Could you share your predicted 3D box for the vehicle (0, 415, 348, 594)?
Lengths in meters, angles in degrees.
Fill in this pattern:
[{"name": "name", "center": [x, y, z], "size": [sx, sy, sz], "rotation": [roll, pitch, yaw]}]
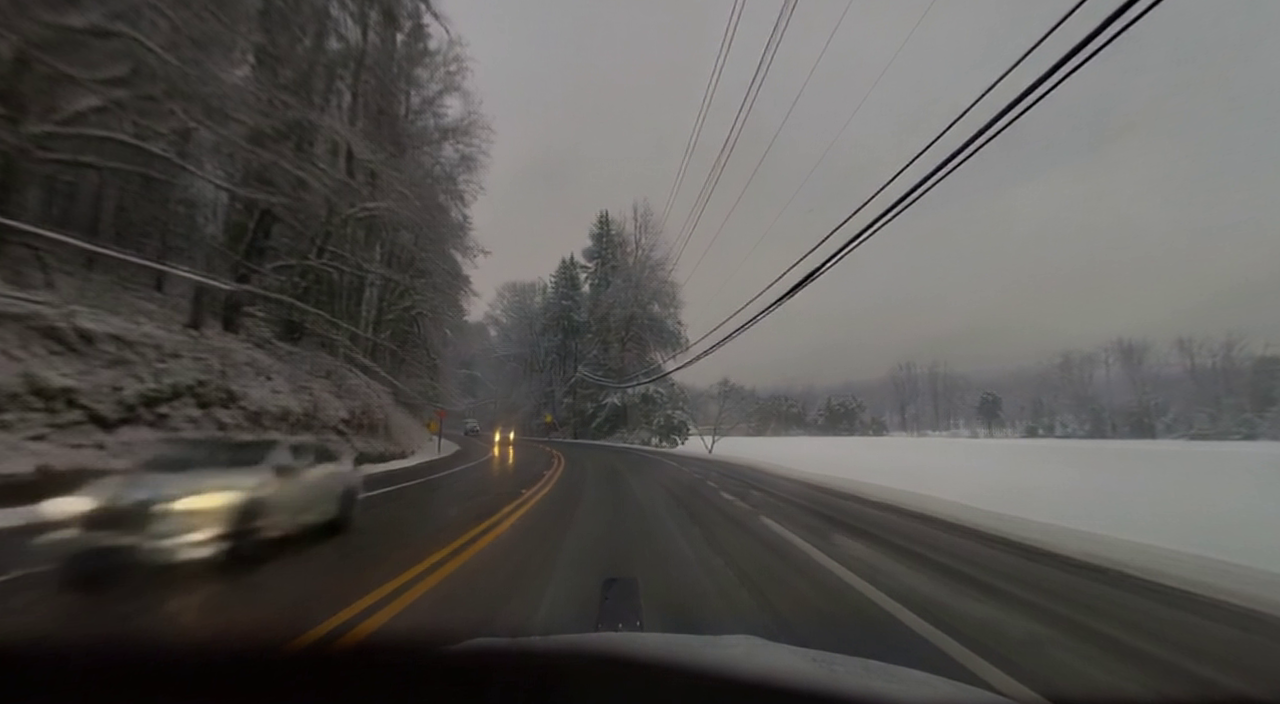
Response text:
[{"name": "vehicle", "center": [-5.422, 1.576, 7.419], "size": [2.060, 1.466, 4.263], "rotation": [0, -8, -2]}]
